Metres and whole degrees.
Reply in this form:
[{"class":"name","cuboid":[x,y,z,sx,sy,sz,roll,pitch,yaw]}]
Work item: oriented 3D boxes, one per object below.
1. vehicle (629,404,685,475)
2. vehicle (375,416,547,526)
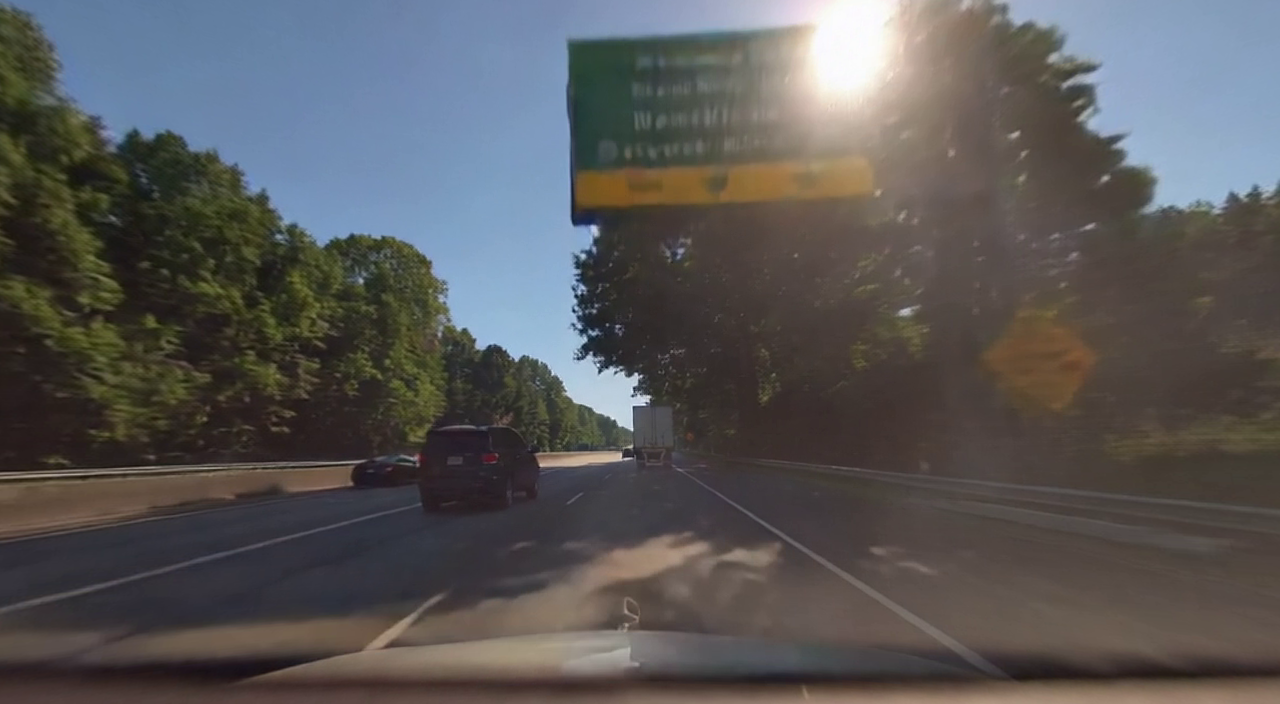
[{"class":"vehicle","cuboid":[0.973,5.701,40.333,2.976,3.800,12.335,0,-9,1]},{"class":"vehicle","cuboid":[-3.564,2.530,13.866,2.226,1.933,5.179,0,-9,0]}]
